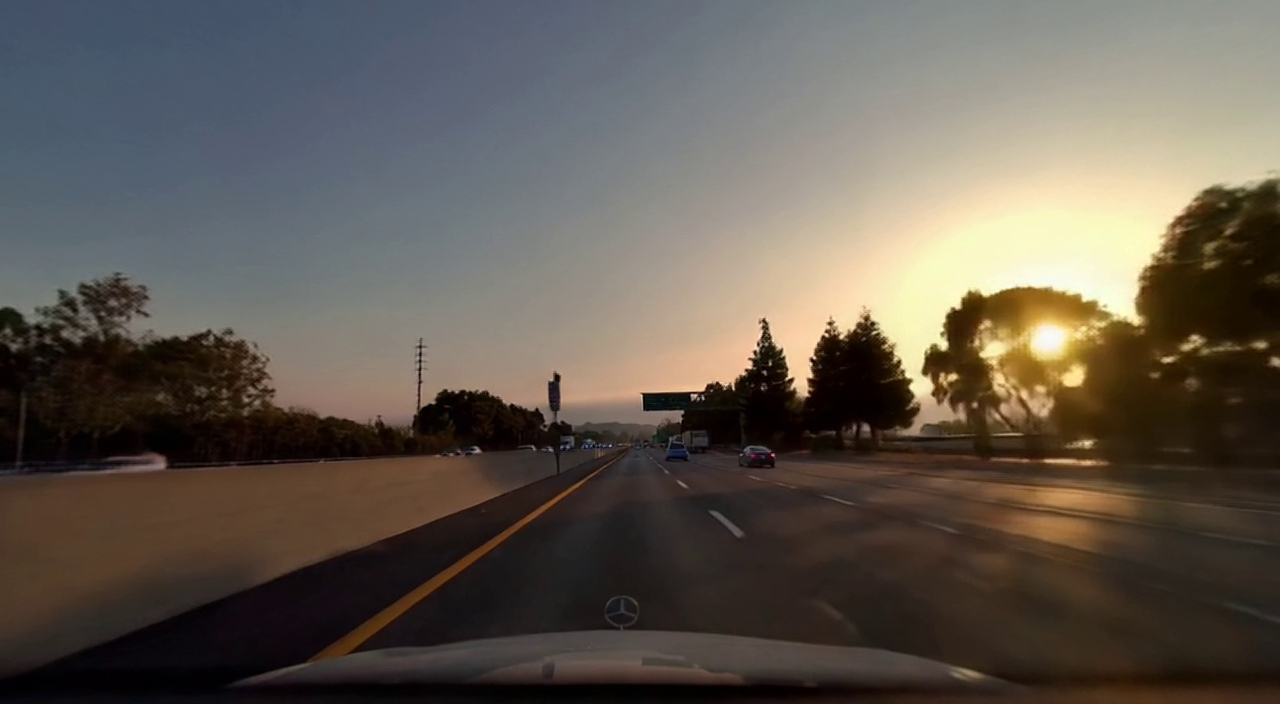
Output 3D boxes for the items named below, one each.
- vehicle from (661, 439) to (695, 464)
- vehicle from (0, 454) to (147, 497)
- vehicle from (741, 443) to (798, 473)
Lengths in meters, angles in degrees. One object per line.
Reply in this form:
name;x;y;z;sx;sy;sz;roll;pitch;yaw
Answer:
vehicle;2.869;7.664;48.601;2.258;1.824;4.908;0;-9;-1
vehicle;-22.389;4.821;25.109;1.825;1.465;4.645;0;-9;0
vehicle;6.744;5.546;33.300;2.009;1.456;4.097;0;-9;-1
